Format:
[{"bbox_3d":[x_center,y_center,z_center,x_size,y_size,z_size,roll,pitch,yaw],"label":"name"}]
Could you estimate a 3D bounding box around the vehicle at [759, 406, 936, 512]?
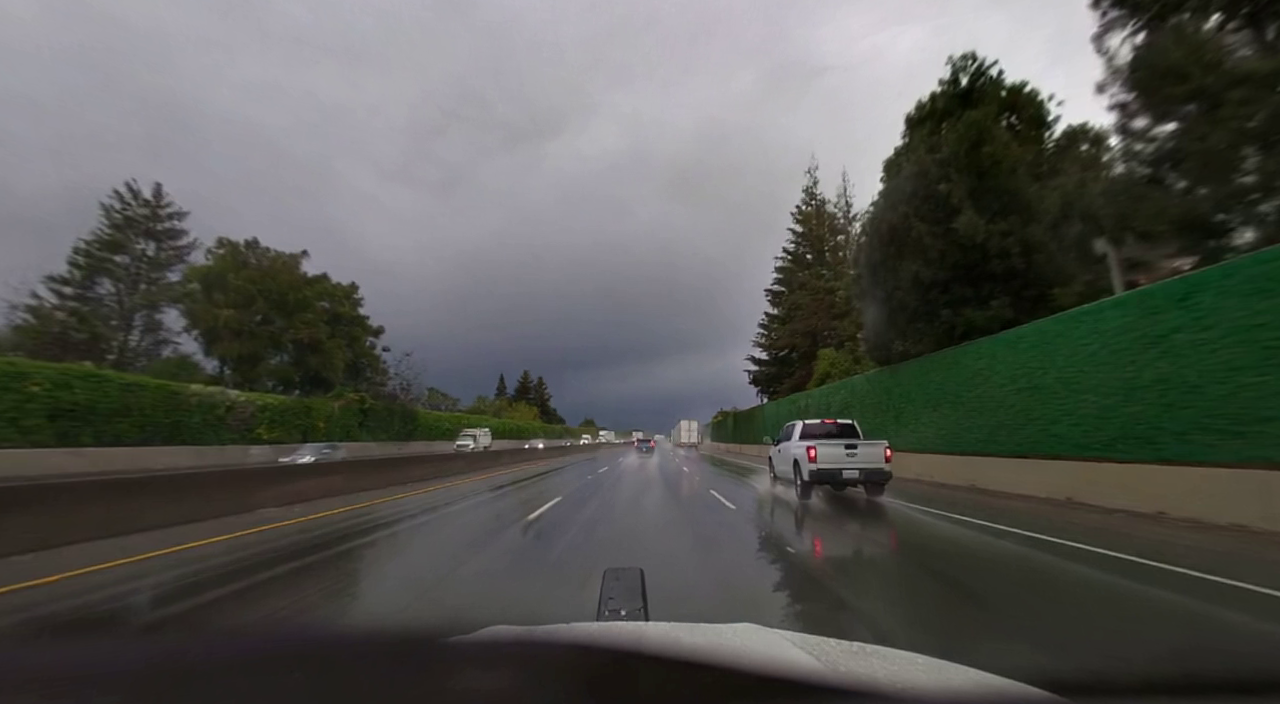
[{"bbox_3d":[4.369,2.368,14.411,2.209,1.943,5.262,0,-8,-1],"label":"vehicle"}]
